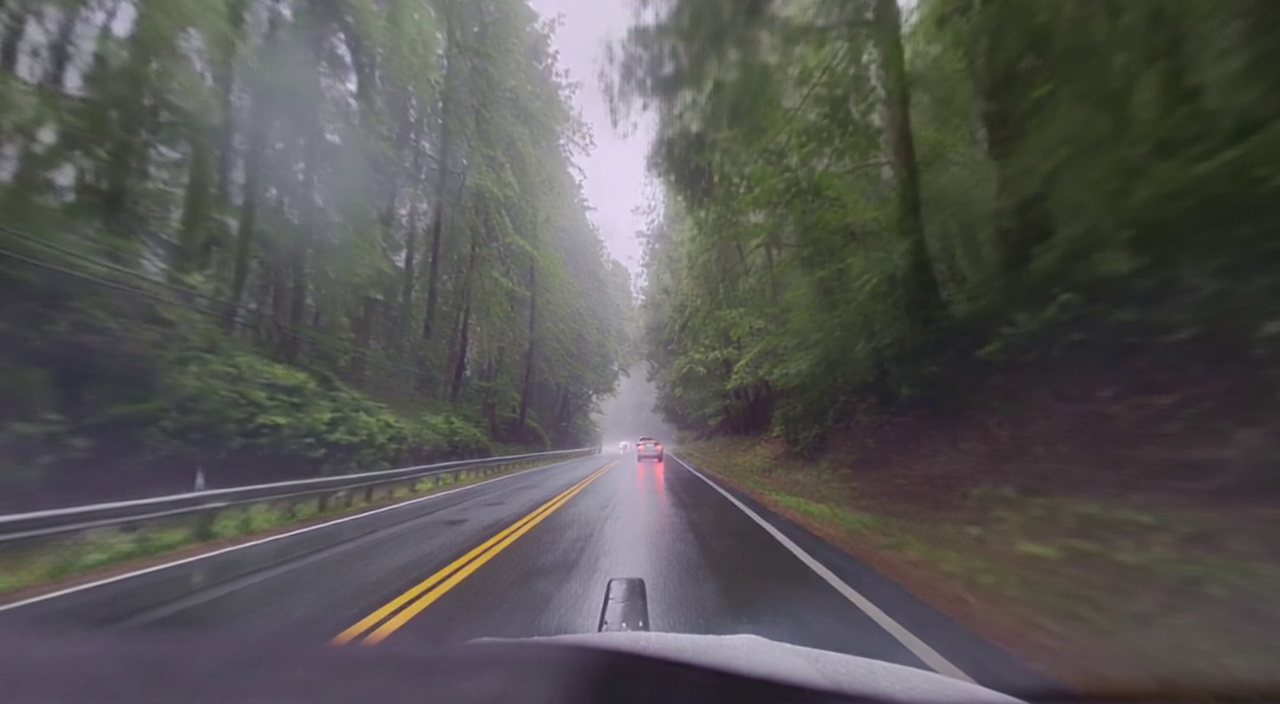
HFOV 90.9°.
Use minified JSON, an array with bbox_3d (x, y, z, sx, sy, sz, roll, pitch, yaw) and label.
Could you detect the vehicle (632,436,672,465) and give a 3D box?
[{"bbox_3d":[0.660,5.555,35.759,2.120,1.491,4.349,0,-8,1],"label":"vehicle"}]
